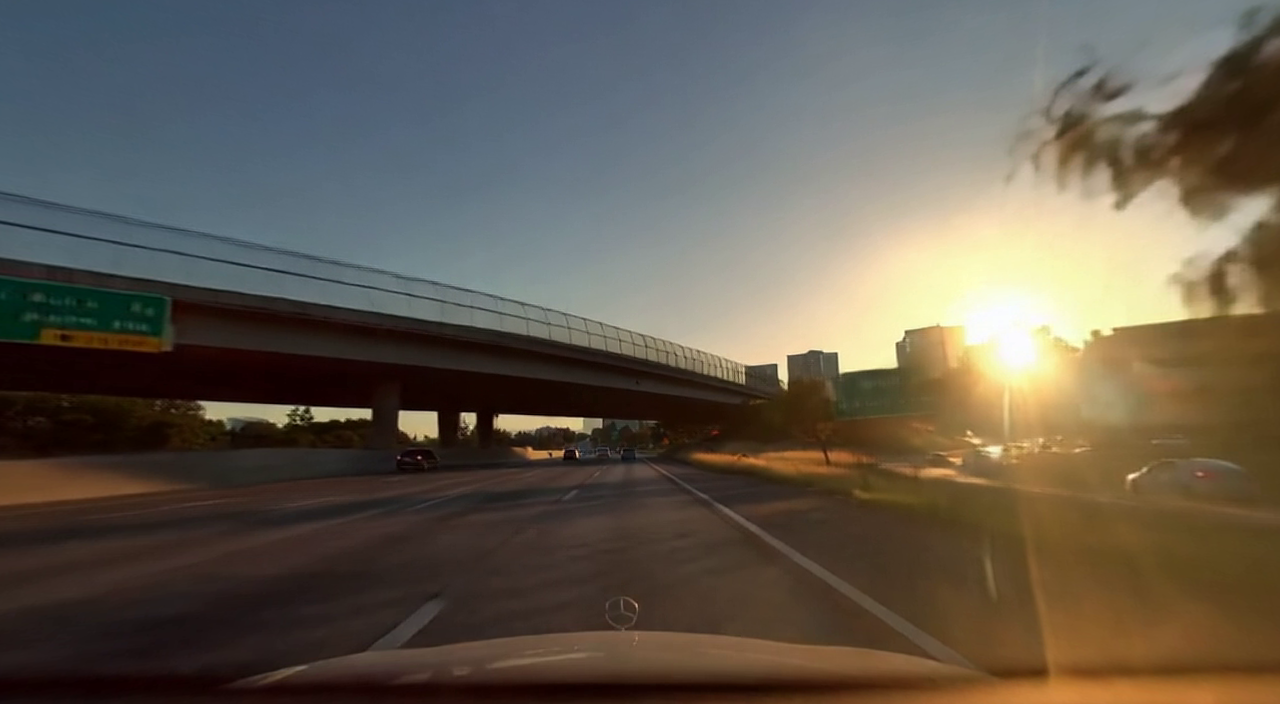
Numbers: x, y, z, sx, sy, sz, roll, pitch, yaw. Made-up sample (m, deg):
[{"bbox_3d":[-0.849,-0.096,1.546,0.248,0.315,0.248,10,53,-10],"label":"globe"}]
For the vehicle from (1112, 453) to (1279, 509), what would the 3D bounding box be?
[{"bbox_3d":[20.620,4.802,23.827,2.172,1.778,5.085,1,-10,8],"label":"vehicle"}]

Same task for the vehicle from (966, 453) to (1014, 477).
[{"bbox_3d":[26.938,8.684,48.801,2.356,1.643,4.254,-2,-9,17],"label":"vehicle"}]

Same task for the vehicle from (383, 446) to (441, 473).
[{"bbox_3d":[-14.442,6.828,40.312,2.057,1.619,4.443,0,-9,0],"label":"vehicle"}]
